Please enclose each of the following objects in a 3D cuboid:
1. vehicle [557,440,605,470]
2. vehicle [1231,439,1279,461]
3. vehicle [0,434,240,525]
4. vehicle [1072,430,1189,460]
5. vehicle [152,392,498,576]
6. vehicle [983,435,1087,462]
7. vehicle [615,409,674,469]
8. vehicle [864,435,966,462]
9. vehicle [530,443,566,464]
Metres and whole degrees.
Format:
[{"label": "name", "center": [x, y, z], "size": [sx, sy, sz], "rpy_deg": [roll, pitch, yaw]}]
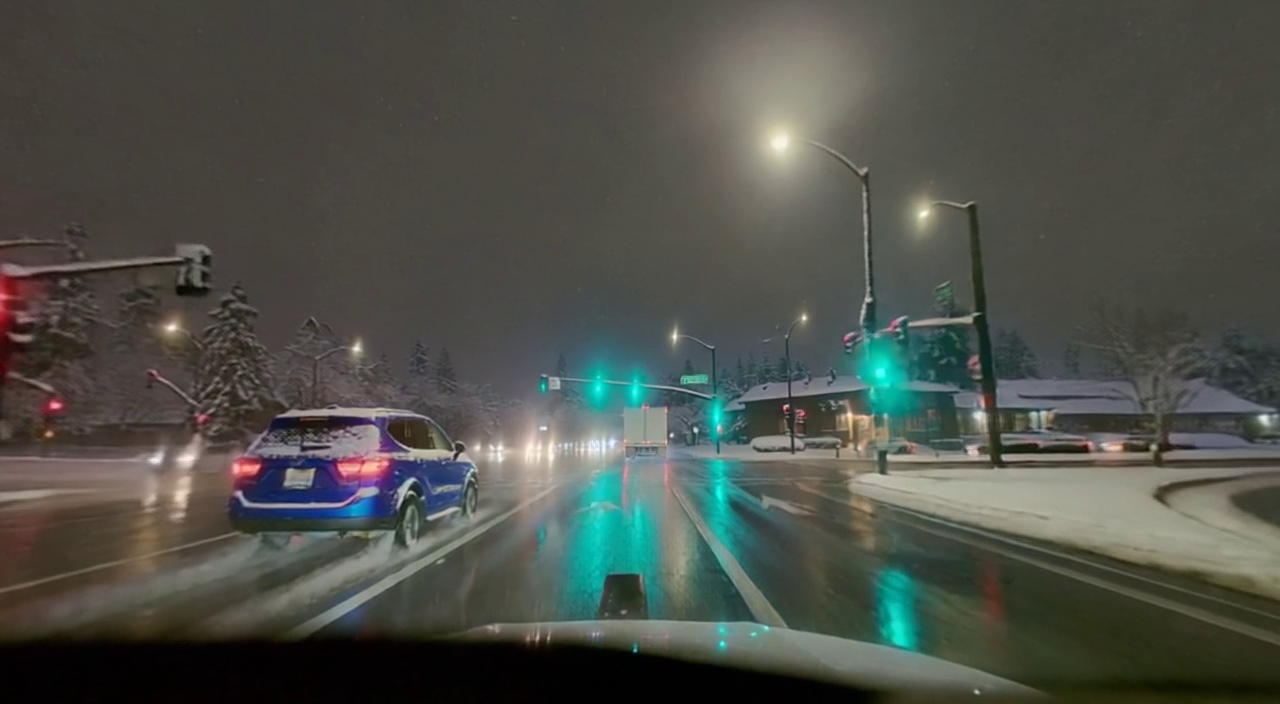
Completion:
[{"label": "vehicle", "center": [-3.088, 5.468, 33.612], "size": [2.023, 1.483, 4.143], "rpy_deg": [0, -8, 2]}, {"label": "vehicle", "center": [44.092, 6.741, 43.238], "size": [4.747, 1.485, 1.942], "rpy_deg": [0, -8, 0]}, {"label": "vehicle", "center": [-10.770, 2.481, 12.925], "size": [1.969, 1.502, 4.713], "rpy_deg": [0, -8, 0]}, {"label": "vehicle", "center": [31.015, 5.877, 39.797], "size": [5.530, 1.827, 2.161], "rpy_deg": [0, -8, 0]}, {"label": "vehicle", "center": [-3.728, 1.672, 8.814], "size": [2.178, 1.826, 4.933], "rpy_deg": [0, -8, 1]}, {"label": "vehicle", "center": [23.099, 5.660, 36.853], "size": [4.716, 1.494, 2.001], "rpy_deg": [0, -8, 1]}, {"label": "vehicle", "center": [0.304, 4.910, 35.458], "size": [2.993, 3.051, 6.692], "rpy_deg": [0, -8, 1]}, {"label": "vehicle", "center": [16.036, 5.663, 36.793], "size": [4.983, 1.511, 2.077], "rpy_deg": [0, -8, 0]}, {"label": "vehicle", "center": [-6.660, 7.388, 45.974], "size": [1.933, 1.477, 4.119], "rpy_deg": [0, -8, 1]}]
